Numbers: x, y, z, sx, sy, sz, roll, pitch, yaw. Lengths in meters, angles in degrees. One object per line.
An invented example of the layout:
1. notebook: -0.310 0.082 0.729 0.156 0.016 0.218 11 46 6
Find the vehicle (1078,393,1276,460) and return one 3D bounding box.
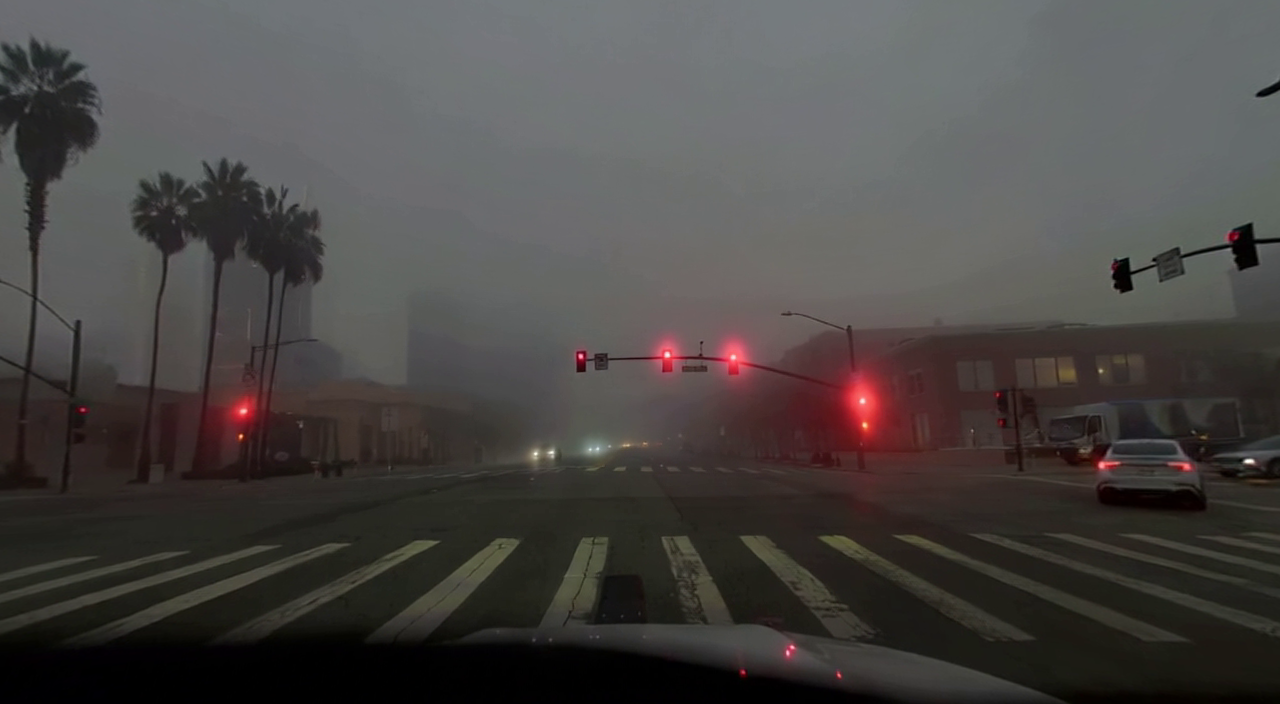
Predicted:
1. vehicle: 32.624 4.723 39.337 2.863 3.609 10.252 0 -8 -3

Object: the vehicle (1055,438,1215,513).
1. vehicle: 11.648 2.780 14.750 4.520 1.475 2.003 8 -11 -41
